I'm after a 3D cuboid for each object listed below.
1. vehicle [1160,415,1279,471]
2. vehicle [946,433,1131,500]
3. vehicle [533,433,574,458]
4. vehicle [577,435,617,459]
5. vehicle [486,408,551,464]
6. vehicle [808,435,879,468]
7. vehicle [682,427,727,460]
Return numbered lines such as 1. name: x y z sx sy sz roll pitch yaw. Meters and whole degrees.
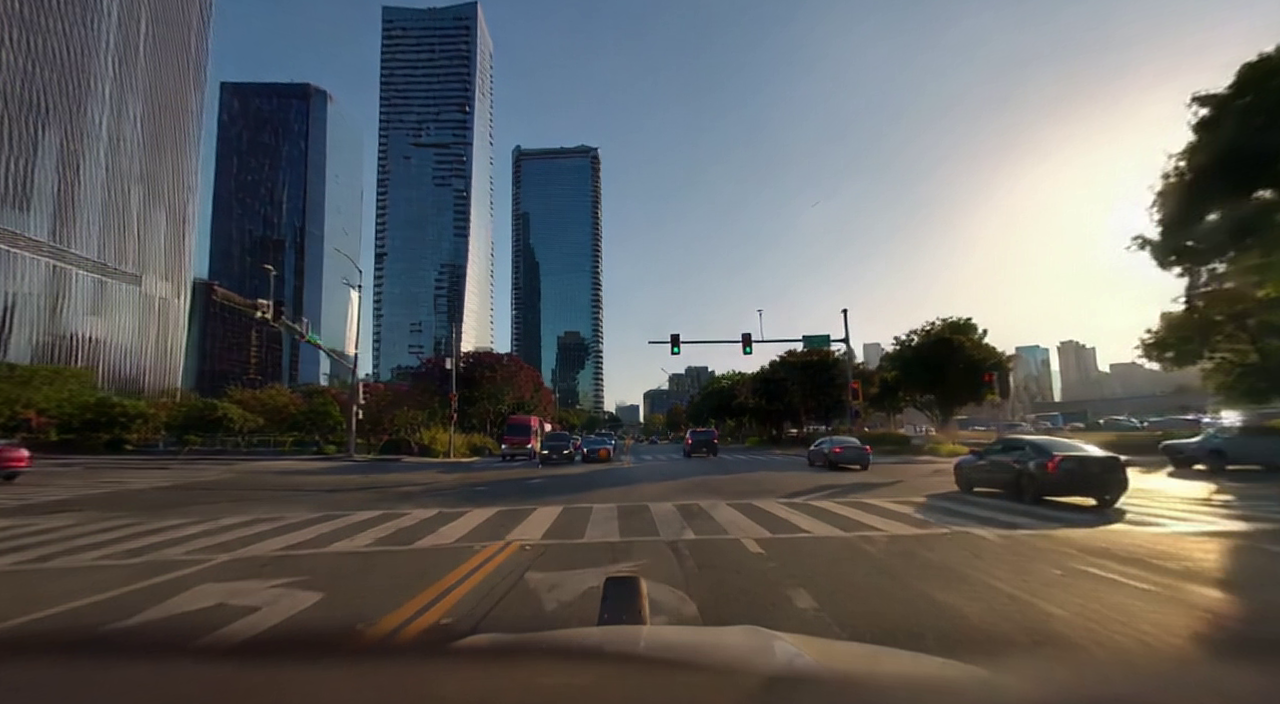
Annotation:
1. vehicle: 23.941 3.478 23.794 6.170 1.978 2.399 0 -10 0
2. vehicle: 9.892 2.855 16.092 1.896 1.463 4.296 0 -8 0
3. vehicle: -6.075 6.618 44.471 2.182 1.677 4.384 0 -8 1
4. vehicle: -2.746 6.195 41.177 2.147 1.481 4.331 0 -8 2
5. vehicle: -9.215 6.339 48.610 3.191 3.314 7.914 -5 -2 0
6. vehicle: 9.507 4.671 29.680 1.860 1.460 4.379 0 -8 0
7. vehicle: 3.753 5.446 37.337 2.203 1.801 4.331 0 -8 0
